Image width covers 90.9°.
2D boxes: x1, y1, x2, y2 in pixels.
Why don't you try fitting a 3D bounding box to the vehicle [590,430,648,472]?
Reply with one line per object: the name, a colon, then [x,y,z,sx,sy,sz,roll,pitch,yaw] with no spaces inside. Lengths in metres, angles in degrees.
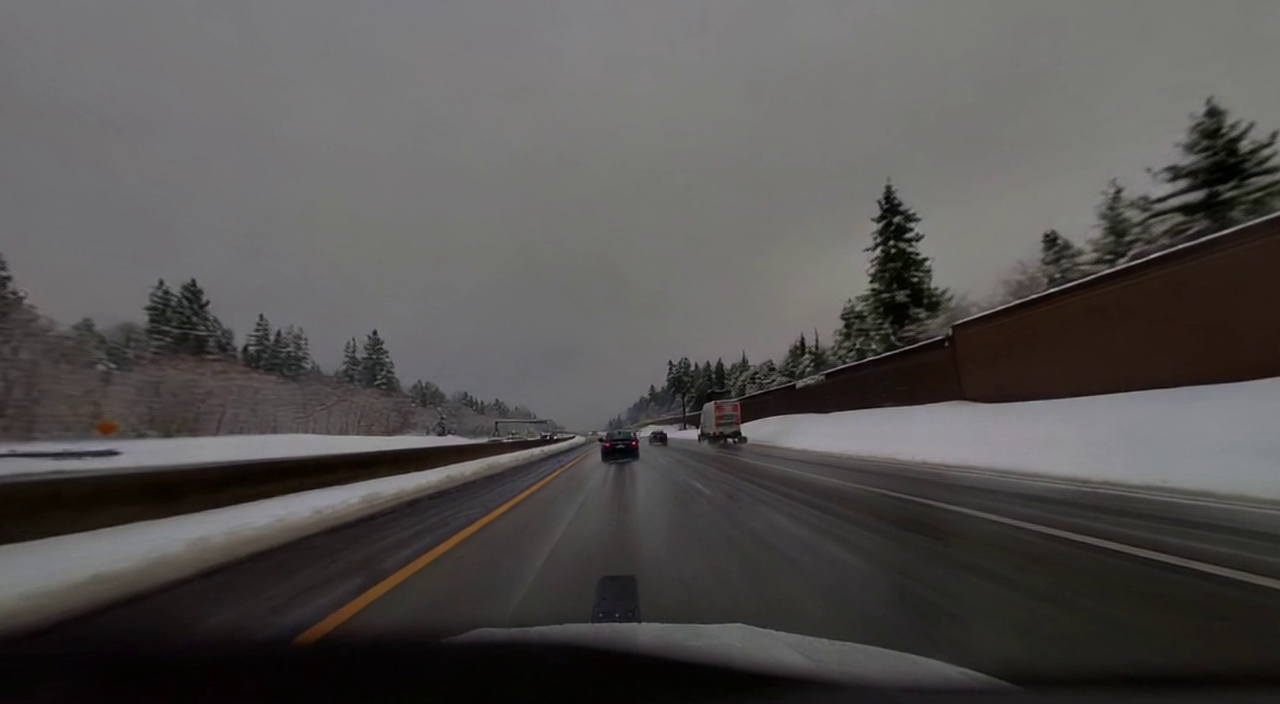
vehicle: [-0.817,3.854,24.762,2.119,1.480,4.000,0,-8,-2]
